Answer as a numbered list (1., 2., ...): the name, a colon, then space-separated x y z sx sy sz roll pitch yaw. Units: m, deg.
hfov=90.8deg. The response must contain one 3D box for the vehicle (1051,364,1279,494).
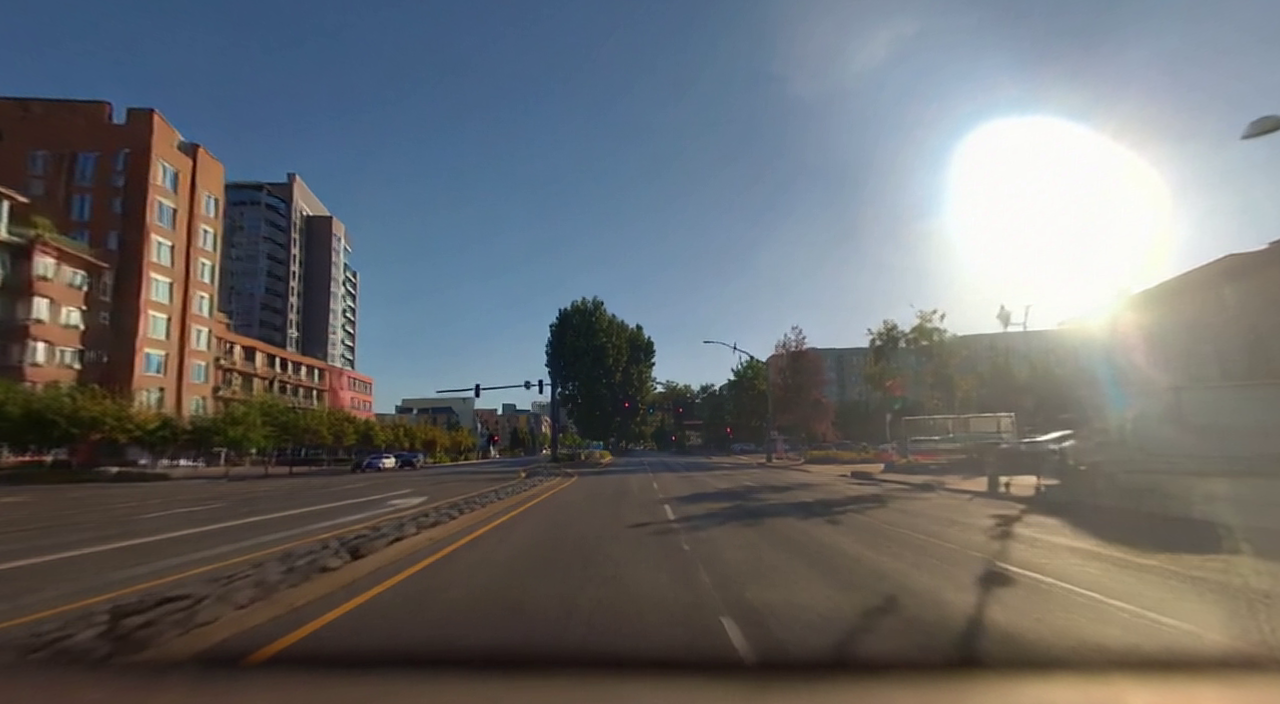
1. vehicle: 16.904 2.318 18.913 7.225 3.553 2.709 0 -9 -3

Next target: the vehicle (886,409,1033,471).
1. vehicle: 17.795 4.967 35.620 6.639 3.312 2.759 -1 -9 3
